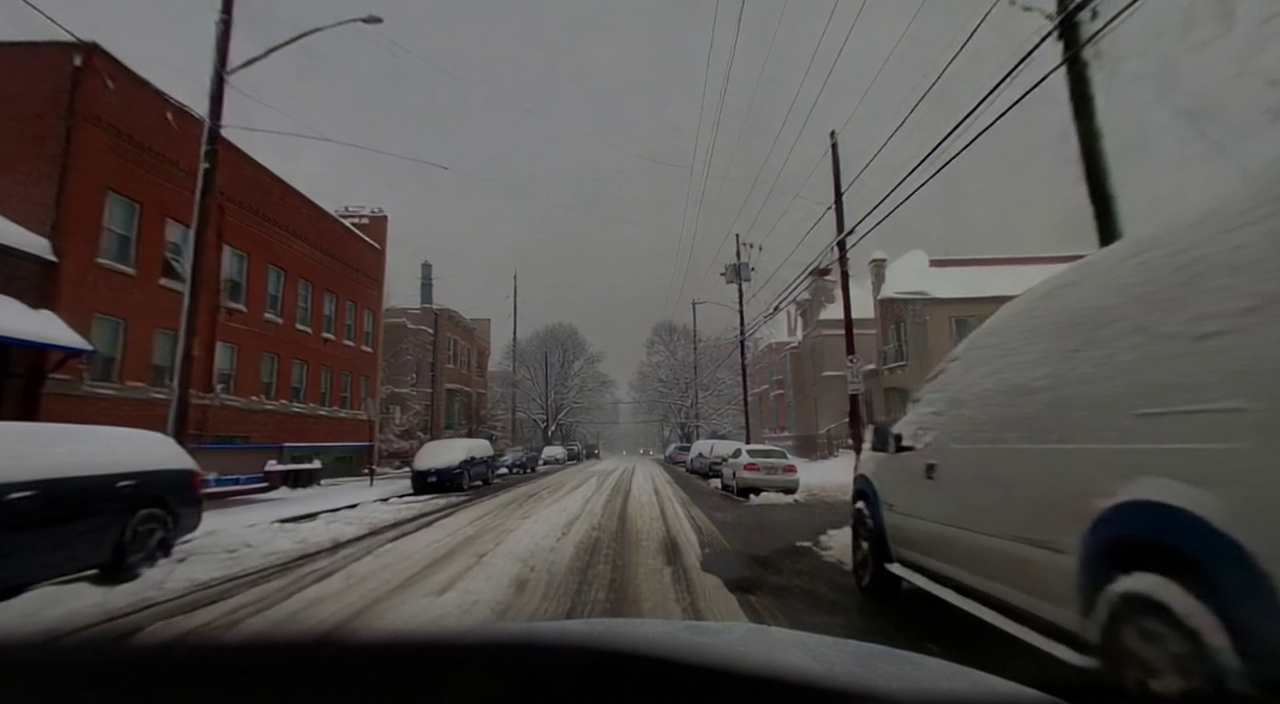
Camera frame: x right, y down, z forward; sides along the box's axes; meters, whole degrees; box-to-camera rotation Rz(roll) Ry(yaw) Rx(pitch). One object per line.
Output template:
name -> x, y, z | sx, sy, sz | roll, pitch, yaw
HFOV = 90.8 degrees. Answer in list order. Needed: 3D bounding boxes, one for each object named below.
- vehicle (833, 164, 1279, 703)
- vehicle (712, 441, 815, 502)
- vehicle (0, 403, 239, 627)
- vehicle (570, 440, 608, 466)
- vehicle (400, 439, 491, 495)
vehicle -> 3.161, 0.766, 3.300 | 2.480, 2.230, 5.704 | 0, -8, 0
vehicle -> 3.274, 3.263, 17.711 | 1.885, 1.464, 4.466 | 0, -8, -1
vehicle -> -6.638, 1.452, 5.728 | 2.259, 1.899, 5.643 | 0, -8, 0
vehicle -> -3.771, 7.556, 47.610 | 2.236, 1.834, 4.743 | -1, -8, 3
vehicle -> -6.833, 4.060, 22.803 | 1.930, 1.756, 4.955 | 0, -8, -3
